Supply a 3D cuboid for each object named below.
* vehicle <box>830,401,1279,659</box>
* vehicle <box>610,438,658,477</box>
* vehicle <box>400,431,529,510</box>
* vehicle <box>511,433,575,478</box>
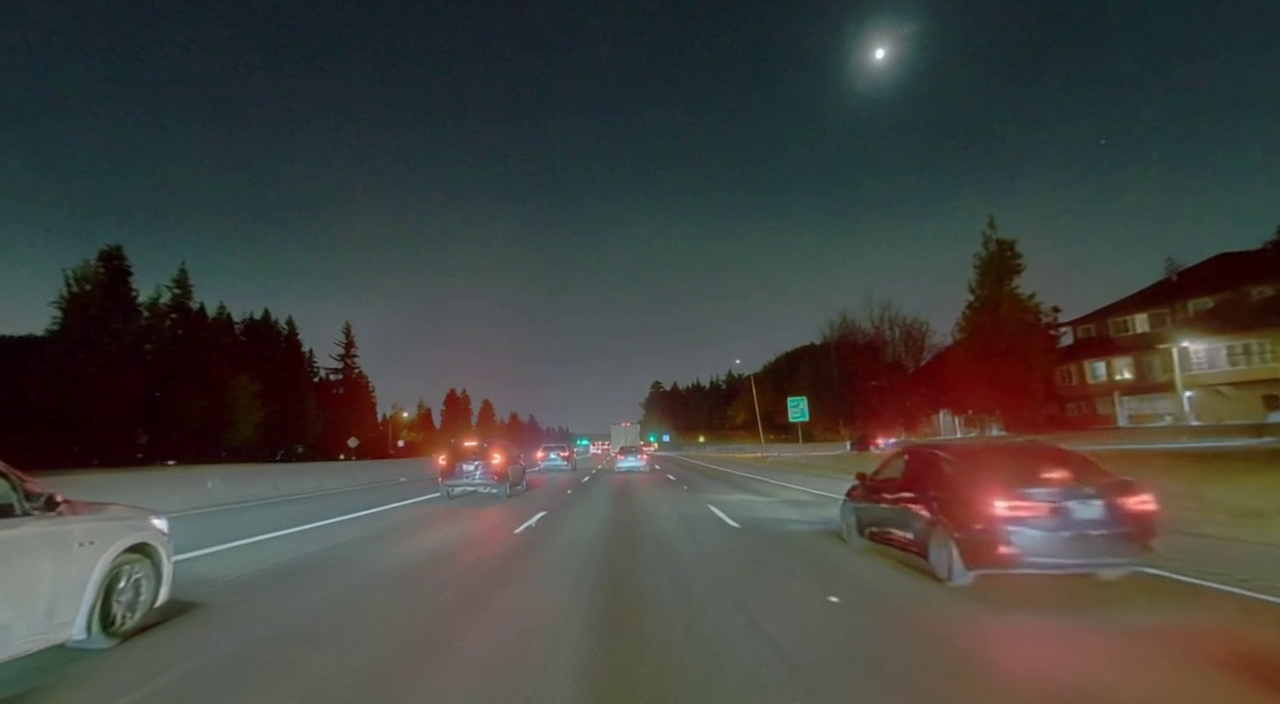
[{"bbox_3d":[3.533,1.403,6.044,2.027,1.554,4.252,0,-9,-1],"label":"vehicle"},{"bbox_3d":[-0.301,4.907,29.592,2.063,1.703,4.203,0,-9,-1],"label":"vehicle"},{"bbox_3d":[-4.064,2.820,15.429,1.988,1.668,4.021,0,-9,0],"label":"vehicle"},{"bbox_3d":[-4.540,4.966,30.529,2.301,1.944,5.482,0,-9,-1],"label":"vehicle"}]
